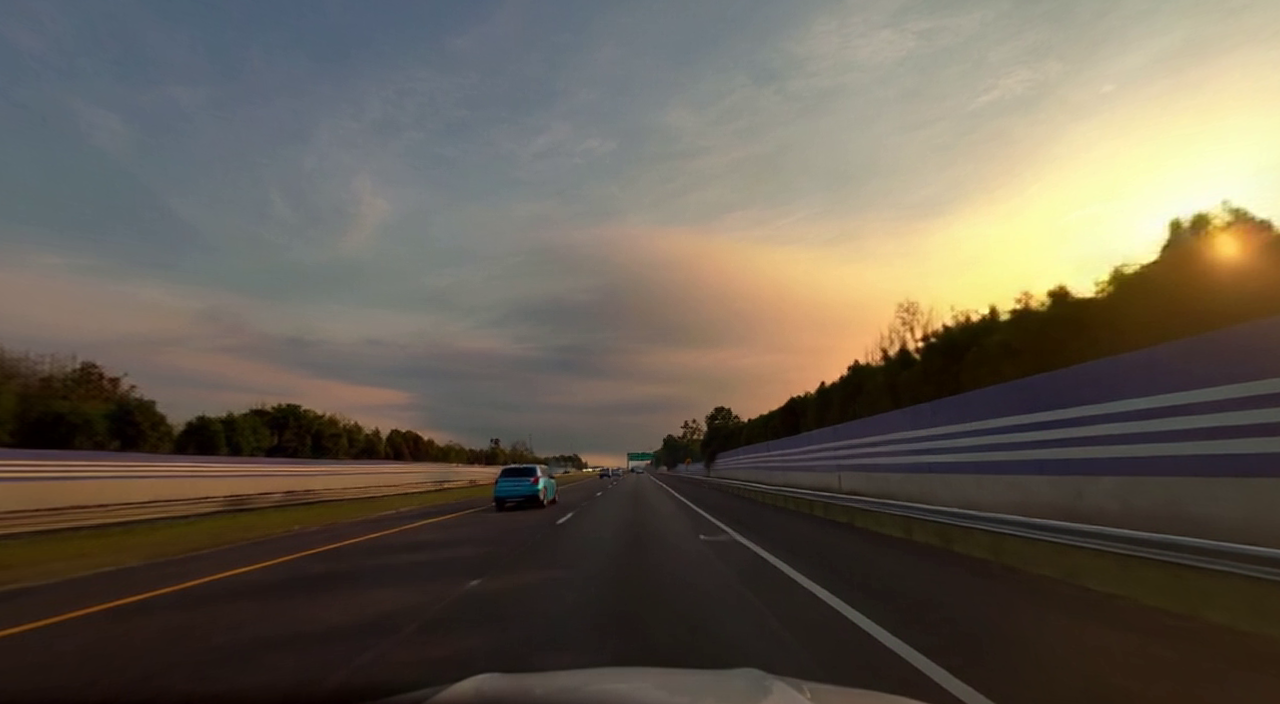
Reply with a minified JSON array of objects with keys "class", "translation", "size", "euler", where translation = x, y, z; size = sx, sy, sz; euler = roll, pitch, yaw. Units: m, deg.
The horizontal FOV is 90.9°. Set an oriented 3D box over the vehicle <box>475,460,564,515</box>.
[{"class":"vehicle","translation":[-3.613,4.164,19.640],"size":[1.985,1.515,3.839],"euler":[1,-11,0]}]
